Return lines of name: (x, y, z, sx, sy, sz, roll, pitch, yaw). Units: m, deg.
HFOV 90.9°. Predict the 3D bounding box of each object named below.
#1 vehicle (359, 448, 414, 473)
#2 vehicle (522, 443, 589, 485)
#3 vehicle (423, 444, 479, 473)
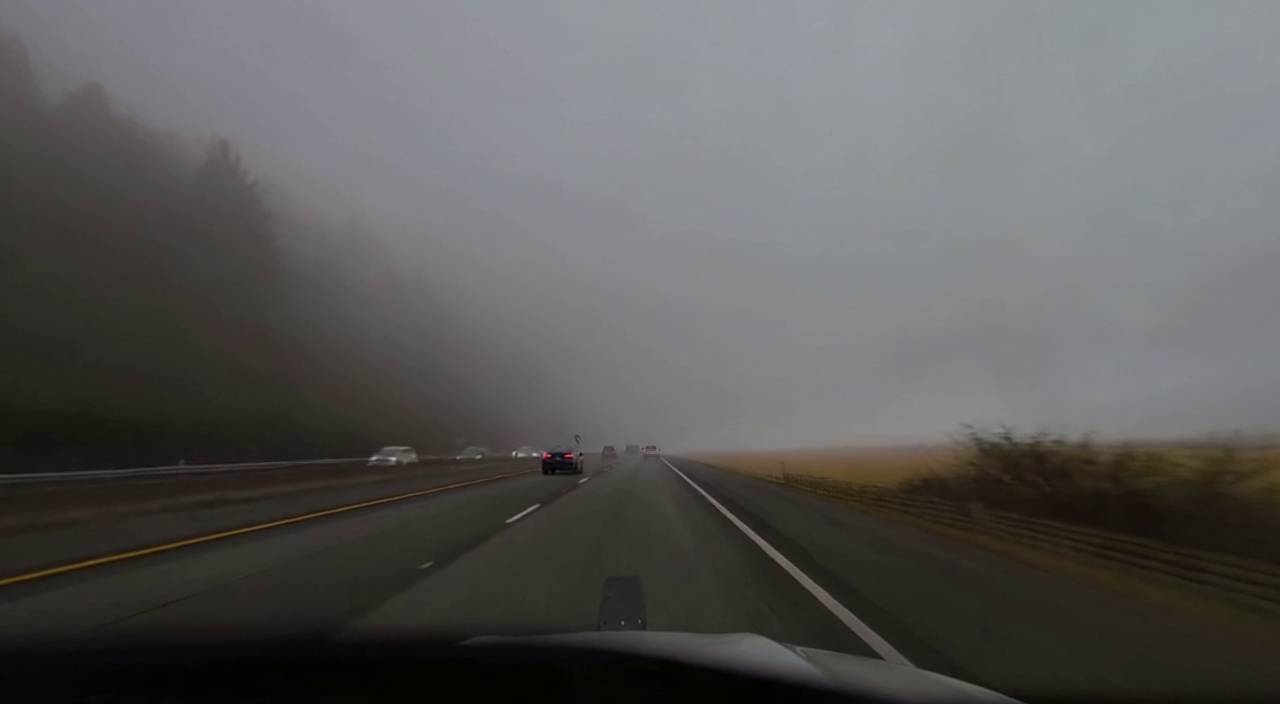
vehicle: (-16.813, 7.212, 41.927, 1.905, 1.558, 4.016, -1, -9, 1)
vehicle: (-3.195, 4.345, 24.735, 1.970, 1.483, 4.097, -1, -9, 2)
vehicle: (-12.328, 7.002, 41.499, 1.954, 1.742, 5.517, 0, -9, 0)
